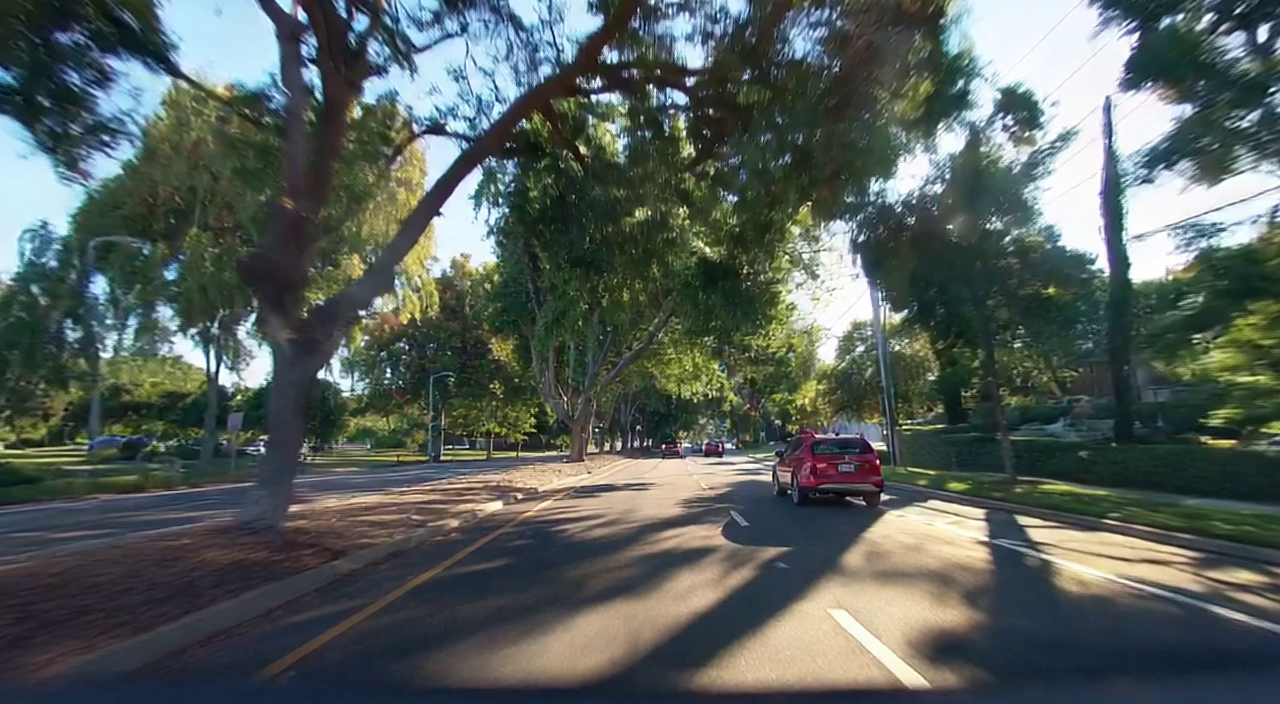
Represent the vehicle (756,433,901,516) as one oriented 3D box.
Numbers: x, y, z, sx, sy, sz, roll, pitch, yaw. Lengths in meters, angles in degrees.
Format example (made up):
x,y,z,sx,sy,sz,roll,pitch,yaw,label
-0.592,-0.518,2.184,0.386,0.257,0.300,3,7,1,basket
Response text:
x,y,z,sx,sy,sz,roll,pitch,yaw,label
3.897,2.586,13.902,1.881,1.512,4.294,-1,-8,1,vehicle
